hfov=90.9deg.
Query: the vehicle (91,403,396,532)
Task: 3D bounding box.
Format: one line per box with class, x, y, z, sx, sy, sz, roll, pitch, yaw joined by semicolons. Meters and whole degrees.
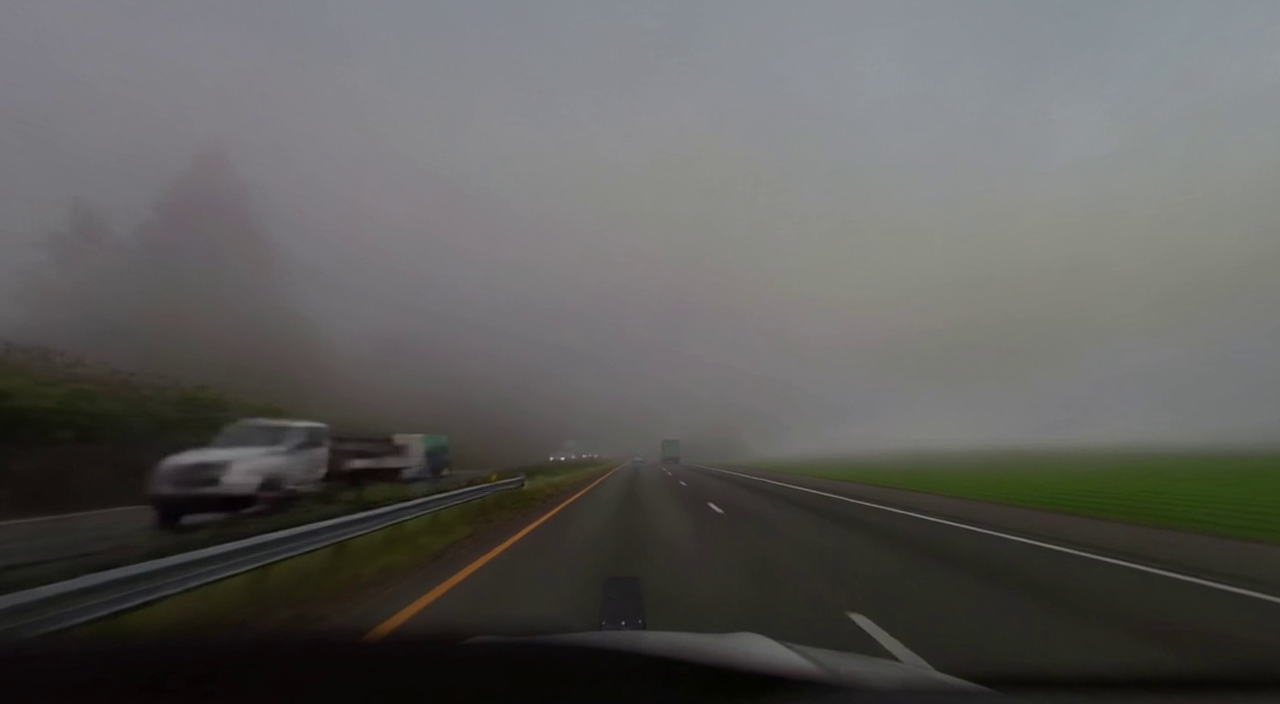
vehicle;-8.531;2.637;14.981;2.544;2.305;7.154;0;-9;1
